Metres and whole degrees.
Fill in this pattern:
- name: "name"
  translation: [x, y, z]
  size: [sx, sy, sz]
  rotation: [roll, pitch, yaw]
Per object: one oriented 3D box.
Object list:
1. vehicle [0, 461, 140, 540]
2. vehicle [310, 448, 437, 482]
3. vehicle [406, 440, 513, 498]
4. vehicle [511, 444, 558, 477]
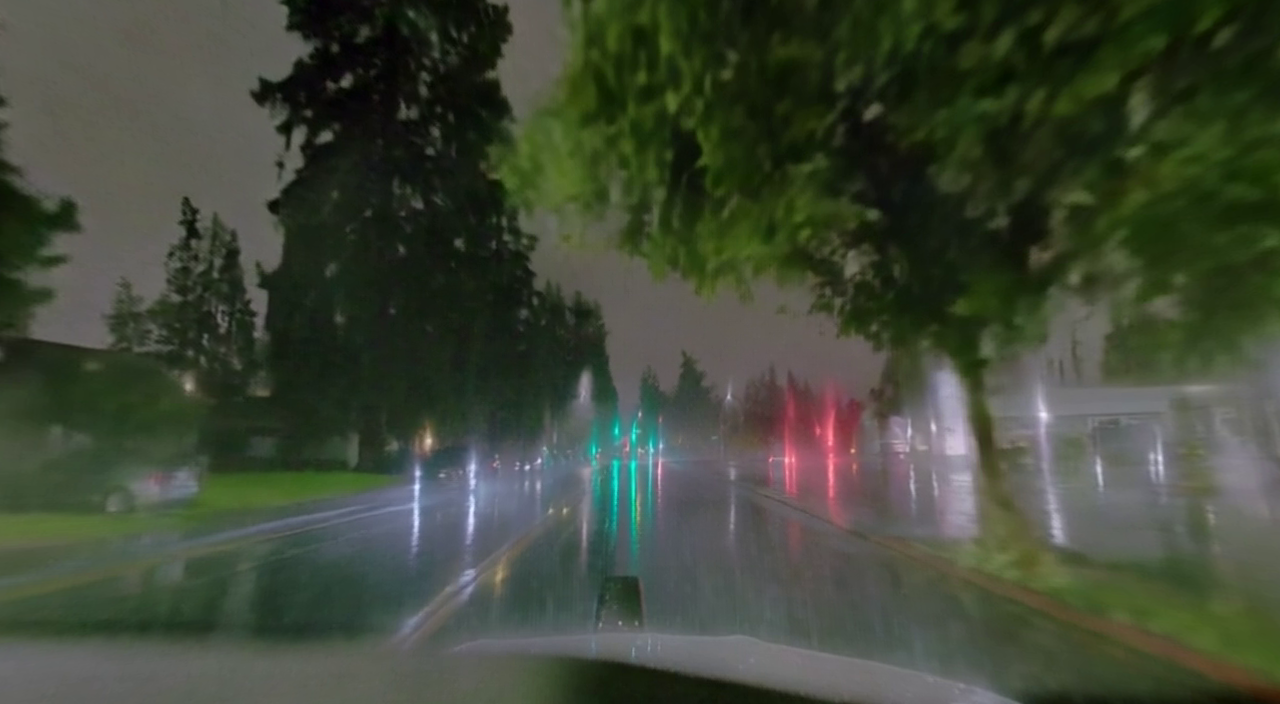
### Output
- name: "vehicle"
  translation: [-13.639, 3.093, 13.467]
  size: [4.116, 1.393, 2.016]
  rotation: [2, -9, 1]
- name: "vehicle"
  translation: [-14.075, 6.013, 33.544]
  size: [5.742, 1.668, 2.296]
  rotation: [1, -8, -3]
- name: "vehicle"
  translation: [-6.566, 4.271, 23.702]
  size: [2.350, 1.892, 5.542]
  rotation: [1, -8, 0]
- name: "vehicle"
  translation: [-6.626, 6.849, 40.062]
  size: [2.020, 1.842, 5.116]
  rotation: [1, -8, 1]
